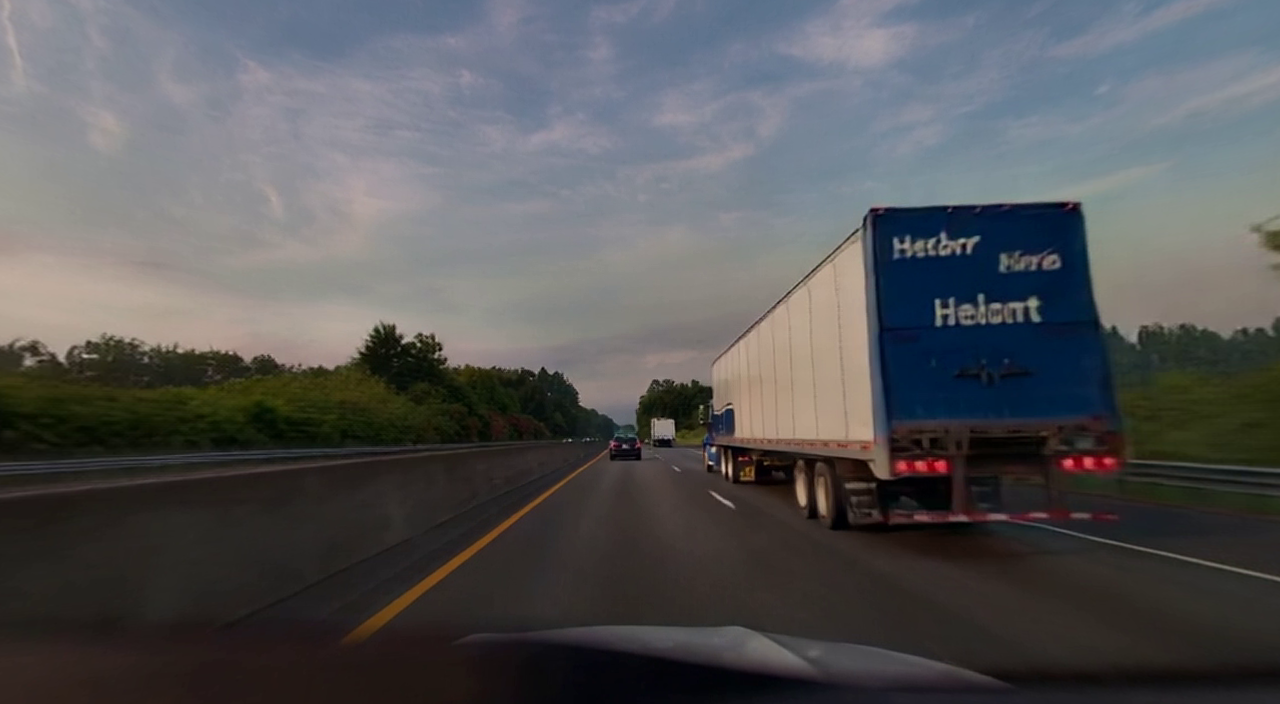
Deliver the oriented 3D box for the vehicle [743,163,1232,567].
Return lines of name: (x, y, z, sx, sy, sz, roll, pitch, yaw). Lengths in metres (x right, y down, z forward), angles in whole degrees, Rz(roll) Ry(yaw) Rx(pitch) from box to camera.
vehicle: (4.167, 0.694, 11.148, 2.853, 4.038, 9.832, 0, -8, -1)

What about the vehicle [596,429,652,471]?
vehicle: (-0.631, 3.931, 25.638, 2.095, 1.557, 3.963, 0, -8, -1)
